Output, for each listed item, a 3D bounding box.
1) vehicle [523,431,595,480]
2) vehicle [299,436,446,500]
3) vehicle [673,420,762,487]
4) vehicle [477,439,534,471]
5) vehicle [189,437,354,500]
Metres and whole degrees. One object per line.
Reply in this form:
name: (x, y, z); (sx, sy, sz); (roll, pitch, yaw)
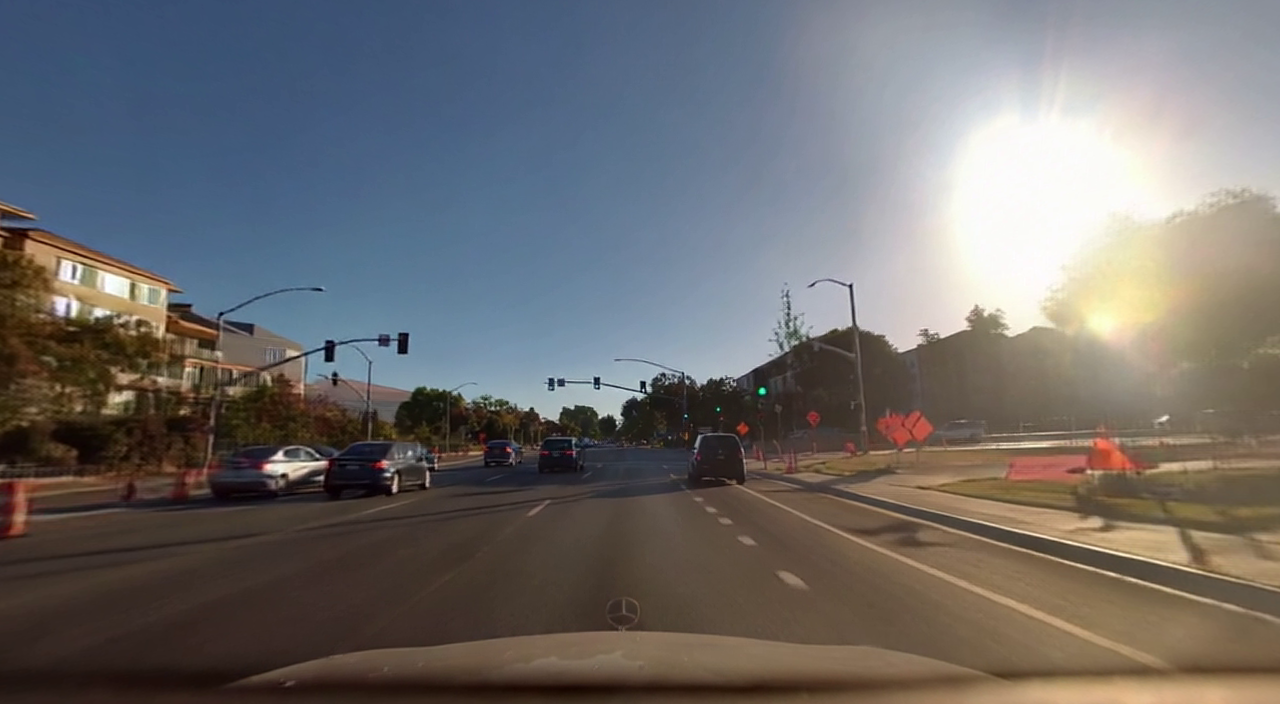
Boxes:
vehicle: (-2.893, 3.822, 23.535); (2.121, 1.654, 3.993); (0, -8, 1)
vehicle: (-7.069, 3.091, 17.336); (1.928, 1.488, 4.635); (0, -8, 1)
vehicle: (2.273, 3.152, 19.804); (2.197, 1.835, 4.316); (0, -8, -1)
vehicle: (-6.653, 5.115, 31.662); (1.993, 1.492, 3.666); (0, -8, 1)
vehicle: (-9.889, 3.144, 17.480); (1.874, 1.492, 4.475); (0, -8, 0)
